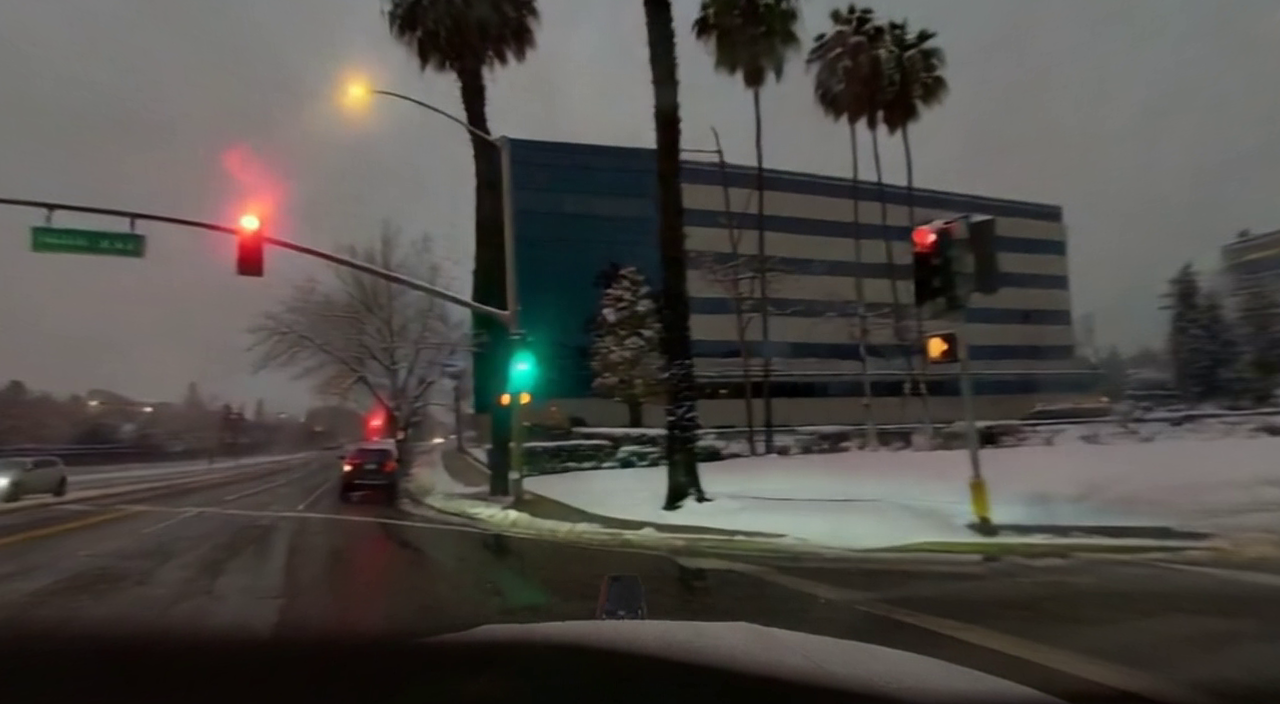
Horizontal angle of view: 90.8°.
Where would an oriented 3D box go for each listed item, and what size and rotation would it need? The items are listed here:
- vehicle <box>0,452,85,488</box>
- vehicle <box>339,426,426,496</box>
[{"bbox_3d":[-30.685,5.926,32.059,2.118,1.619,4.161,2,-9,-16],"label":"vehicle"},{"bbox_3d":[-7.872,3.342,19.757,2.006,1.867,4.651,2,-9,-16],"label":"vehicle"}]
